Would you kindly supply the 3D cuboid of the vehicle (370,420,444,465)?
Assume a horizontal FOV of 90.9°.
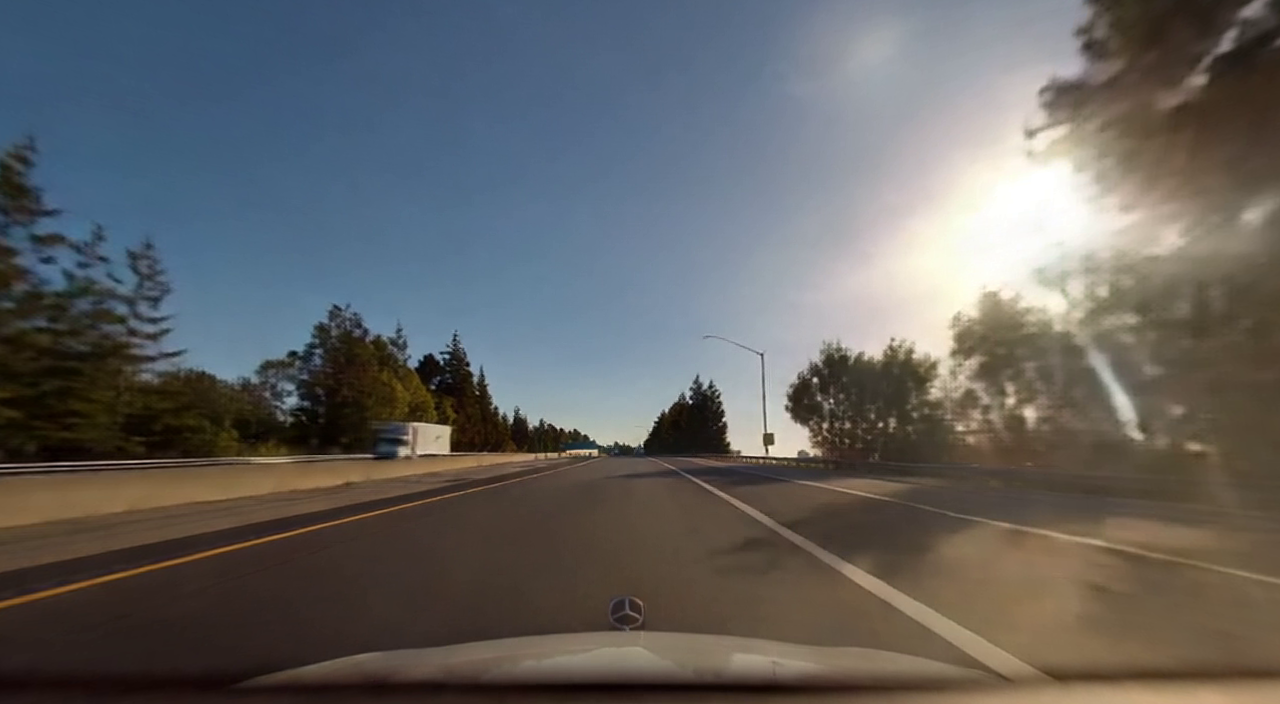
[{"bbox_3d":[-17.578,6.976,48.230,2.685,3.137,7.722,0,-9,0],"label":"vehicle"}]
